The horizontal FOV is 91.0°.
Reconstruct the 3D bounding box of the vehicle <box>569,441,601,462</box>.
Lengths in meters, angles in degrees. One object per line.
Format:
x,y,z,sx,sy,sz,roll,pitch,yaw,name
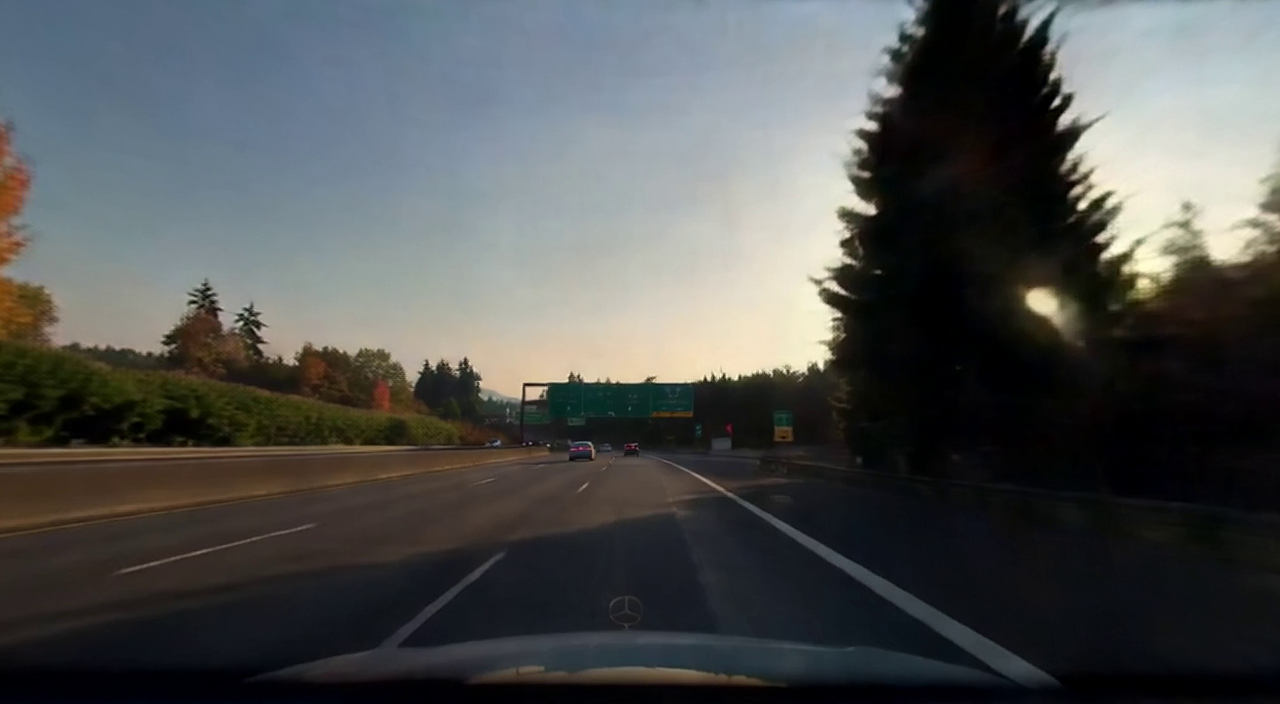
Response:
-4.173,7.596,48.371,2.211,1.524,3.651,0,-8,-1,vehicle
